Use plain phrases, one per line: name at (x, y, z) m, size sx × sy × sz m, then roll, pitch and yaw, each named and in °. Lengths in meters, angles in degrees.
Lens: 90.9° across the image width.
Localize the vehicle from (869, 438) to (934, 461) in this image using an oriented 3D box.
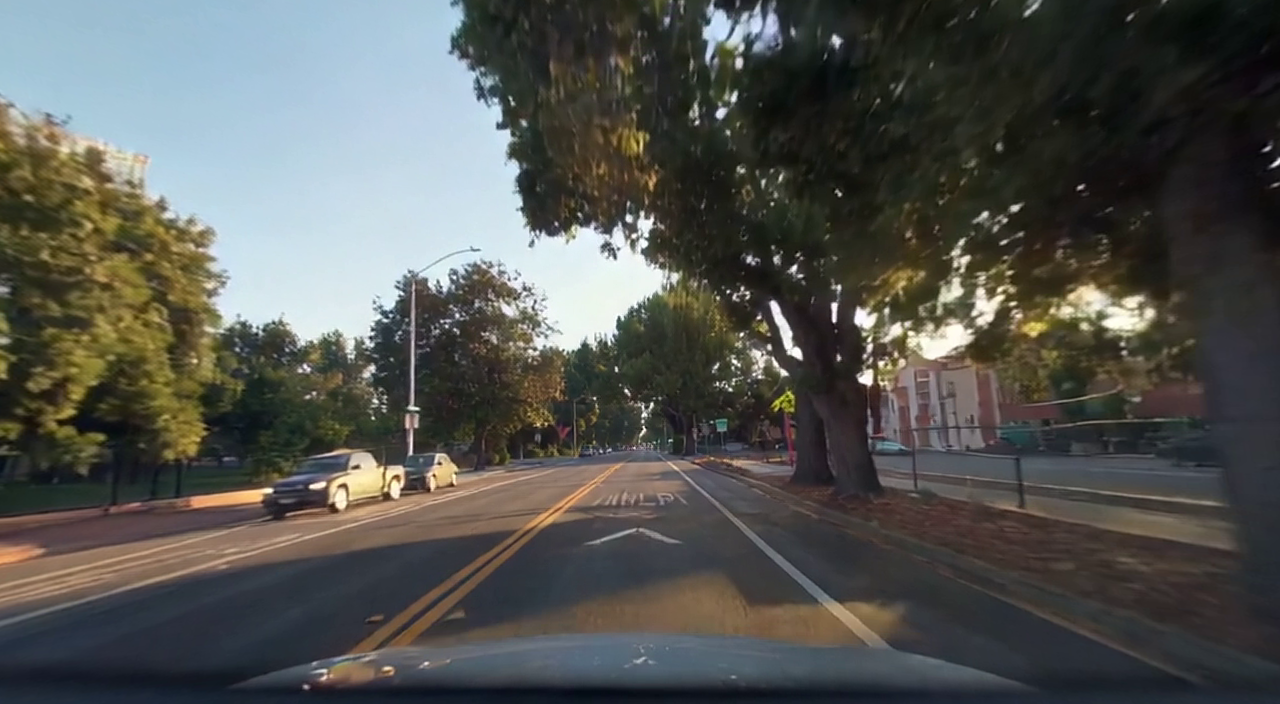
vehicle at (20.419, 7.621, 49.315) m, size 4.151 × 1.730 × 2.131 m, roll 0°, pitch -9°, yaw 6°

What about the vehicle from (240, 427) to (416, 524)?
vehicle at (-7.889, 3.064, 16.594) m, size 2.138 × 2.038 × 4.717 m, roll -4°, pitch -7°, yaw 2°

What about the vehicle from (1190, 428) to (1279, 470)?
vehicle at (23.397, 3.565, 23.272) m, size 4.263 × 1.473 × 1.974 m, roll -1°, pitch -8°, yaw 1°
